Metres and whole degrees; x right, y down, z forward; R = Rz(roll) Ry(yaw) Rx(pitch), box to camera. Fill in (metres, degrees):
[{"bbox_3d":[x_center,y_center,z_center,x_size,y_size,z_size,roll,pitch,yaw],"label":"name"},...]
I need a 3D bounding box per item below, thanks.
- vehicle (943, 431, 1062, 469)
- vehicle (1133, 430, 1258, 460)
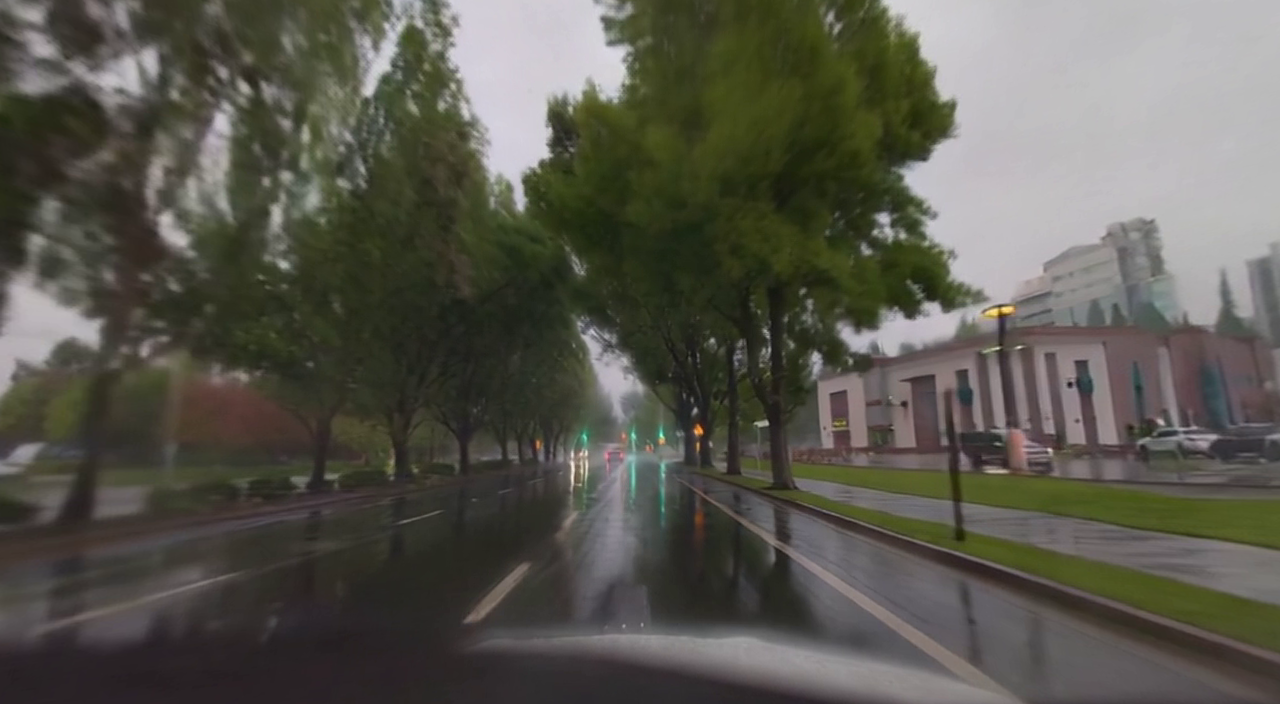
[{"bbox_3d":[14.250,3.877,24.943,3.641,1.408,1.584,-1,-9,2],"label":"vehicle"},{"bbox_3d":[29.029,4.891,33.100,1.910,1.451,4.433,5,-10,-32],"label":"vehicle"}]
